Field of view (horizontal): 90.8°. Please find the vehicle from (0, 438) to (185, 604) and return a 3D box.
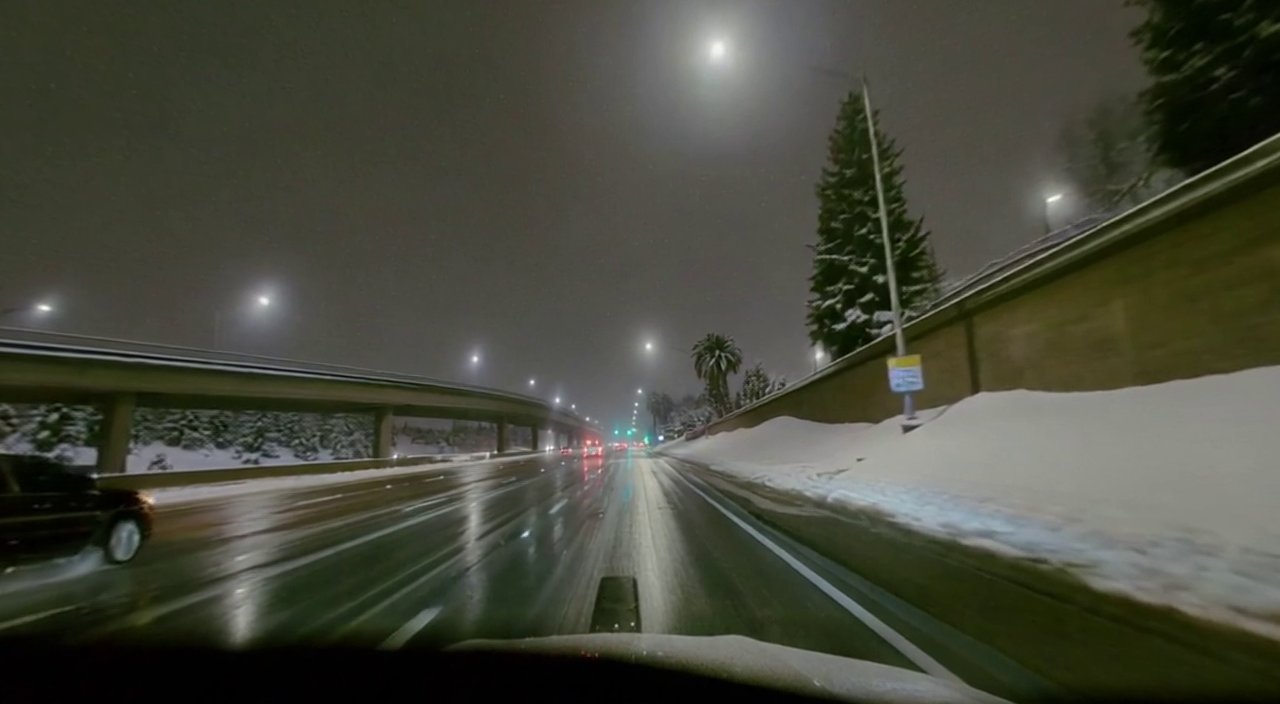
[{"bbox_3d":[-6.836,1.587,5.973,1.914,1.503,4.268,-1,-8,-1],"label":"vehicle"}]
